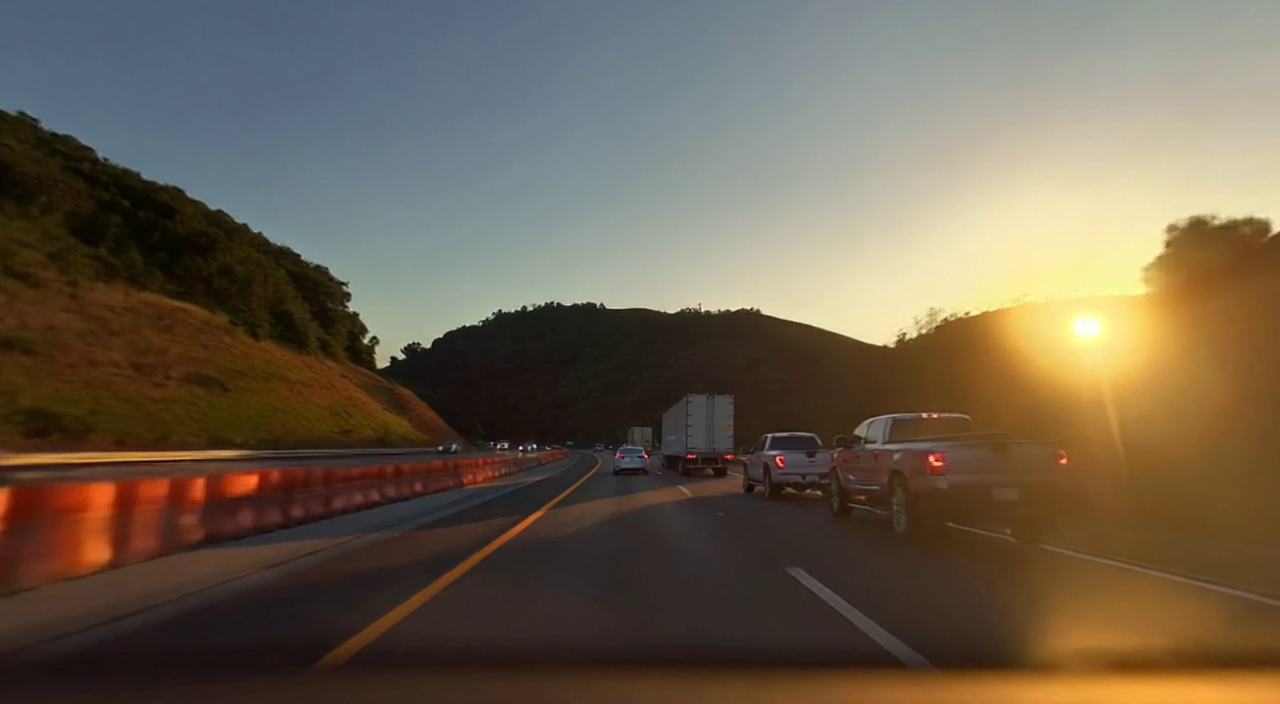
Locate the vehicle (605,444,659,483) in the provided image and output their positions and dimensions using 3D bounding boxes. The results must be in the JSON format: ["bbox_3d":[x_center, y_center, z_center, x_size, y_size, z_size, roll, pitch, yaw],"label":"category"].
[{"bbox_3d":[-0.363,4.531,25.875,2.029,1.437,3.794,0,-9,-2],"label":"vehicle"}]

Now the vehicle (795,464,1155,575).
[{"bbox_3d":[3.987,2.141,8.972,2.129,0.956,5.390,0,-9,-1],"label":"vehicle"}]

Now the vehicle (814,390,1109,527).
[{"bbox_3d":[4.050,1.481,8.964,1.873,1.465,4.264,0,-9,-1],"label":"vehicle"}]

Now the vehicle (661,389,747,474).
[{"bbox_3d":[3.310,4.968,37.851,2.911,4.099,14.578,0,-9,-3],"label":"vehicle"}]
